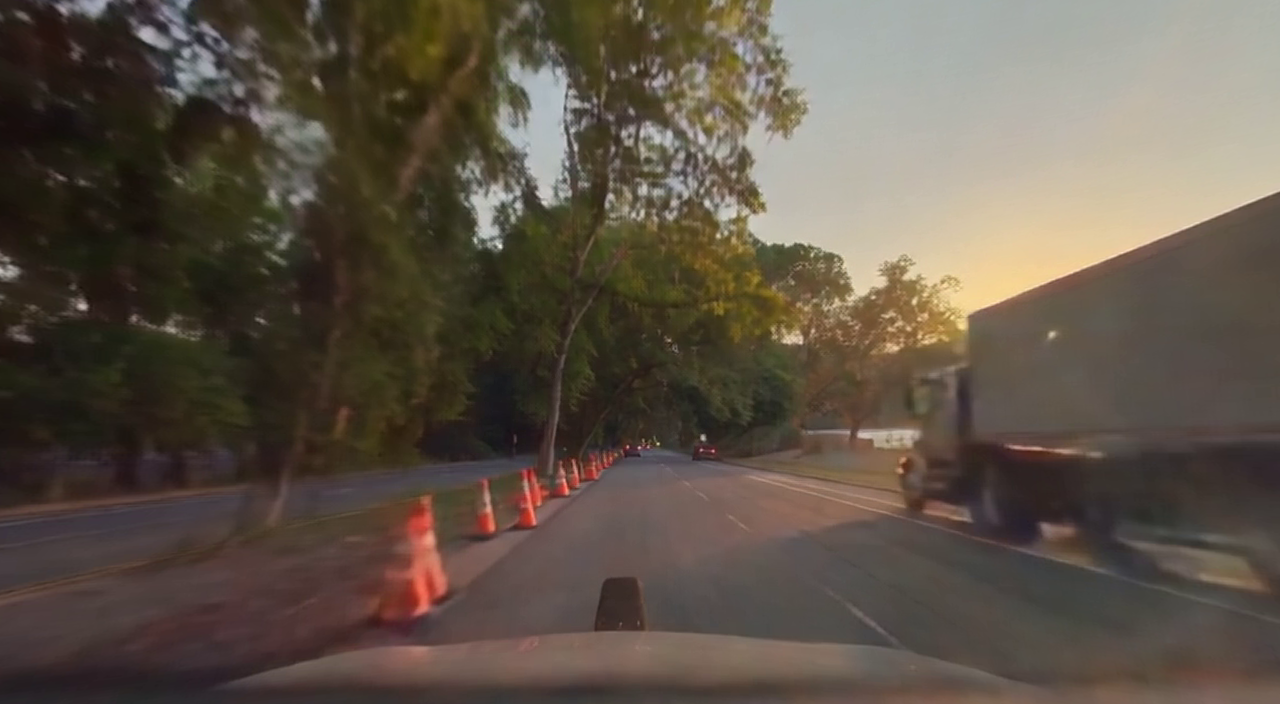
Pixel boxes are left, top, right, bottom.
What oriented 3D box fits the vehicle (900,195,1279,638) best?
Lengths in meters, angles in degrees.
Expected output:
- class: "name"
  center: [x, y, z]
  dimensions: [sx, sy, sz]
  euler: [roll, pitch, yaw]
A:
- class: "vehicle"
  center: [6.323, 0.717, 6.436]
  dimensions: [2.664, 3.418, 11.107]
  euler: [0, -8, 0]
